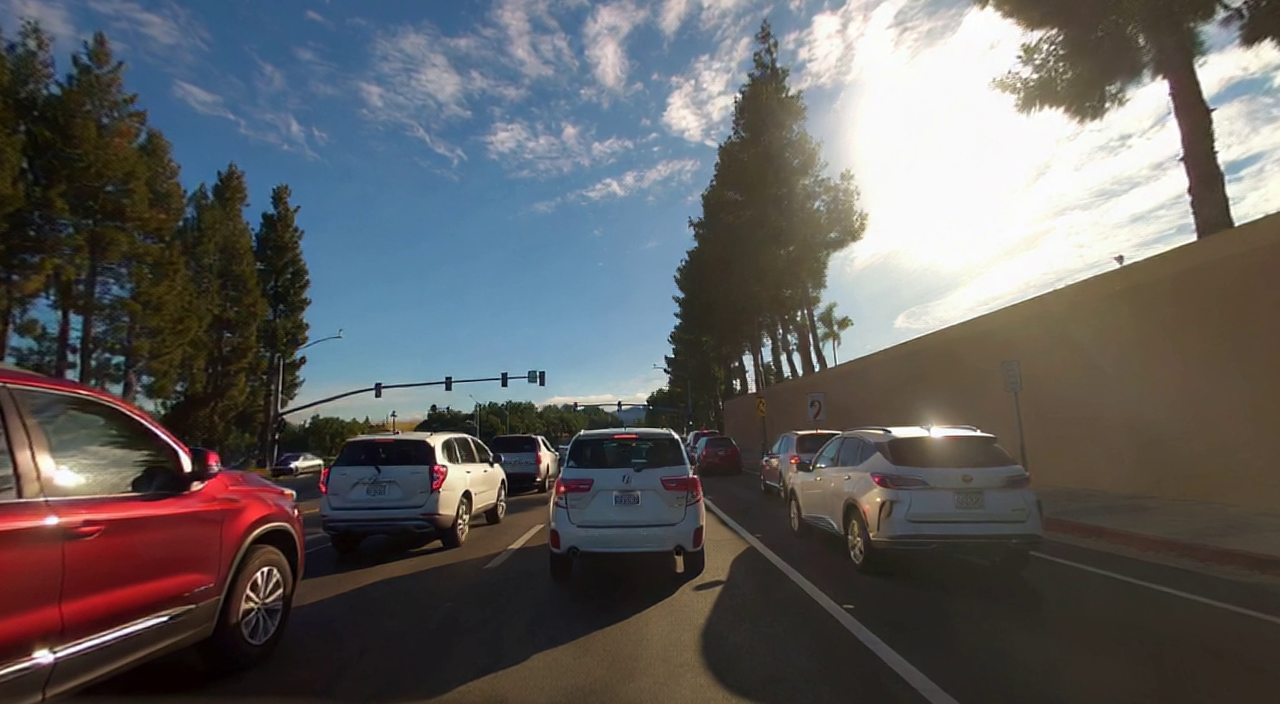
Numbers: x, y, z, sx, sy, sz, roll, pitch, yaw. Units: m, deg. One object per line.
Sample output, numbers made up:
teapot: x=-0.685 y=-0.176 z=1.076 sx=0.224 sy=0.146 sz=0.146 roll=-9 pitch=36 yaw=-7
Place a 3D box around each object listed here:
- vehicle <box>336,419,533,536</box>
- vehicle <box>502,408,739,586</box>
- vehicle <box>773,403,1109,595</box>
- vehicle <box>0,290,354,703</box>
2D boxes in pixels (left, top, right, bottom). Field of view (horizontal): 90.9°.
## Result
vehicle: x=-3.508 y=2.243 z=11.907 sx=2.067 sy=1.759 sz=4.631 roll=0 pitch=-8 yaw=1
vehicle: x=-0.156 y=1.663 z=8.014 sx=2.245 sy=1.677 sz=3.913 roll=0 pitch=-8 yaw=1
vehicle: x=3.142 y=1.622 z=7.830 sx=2.029 sy=1.702 sz=4.281 roll=0 pitch=-8 yaw=0
vehicle: x=-3.516 y=0.828 z=3.125 sx=2.070 sy=1.913 sz=4.450 roll=0 pitch=-8 yaw=0
